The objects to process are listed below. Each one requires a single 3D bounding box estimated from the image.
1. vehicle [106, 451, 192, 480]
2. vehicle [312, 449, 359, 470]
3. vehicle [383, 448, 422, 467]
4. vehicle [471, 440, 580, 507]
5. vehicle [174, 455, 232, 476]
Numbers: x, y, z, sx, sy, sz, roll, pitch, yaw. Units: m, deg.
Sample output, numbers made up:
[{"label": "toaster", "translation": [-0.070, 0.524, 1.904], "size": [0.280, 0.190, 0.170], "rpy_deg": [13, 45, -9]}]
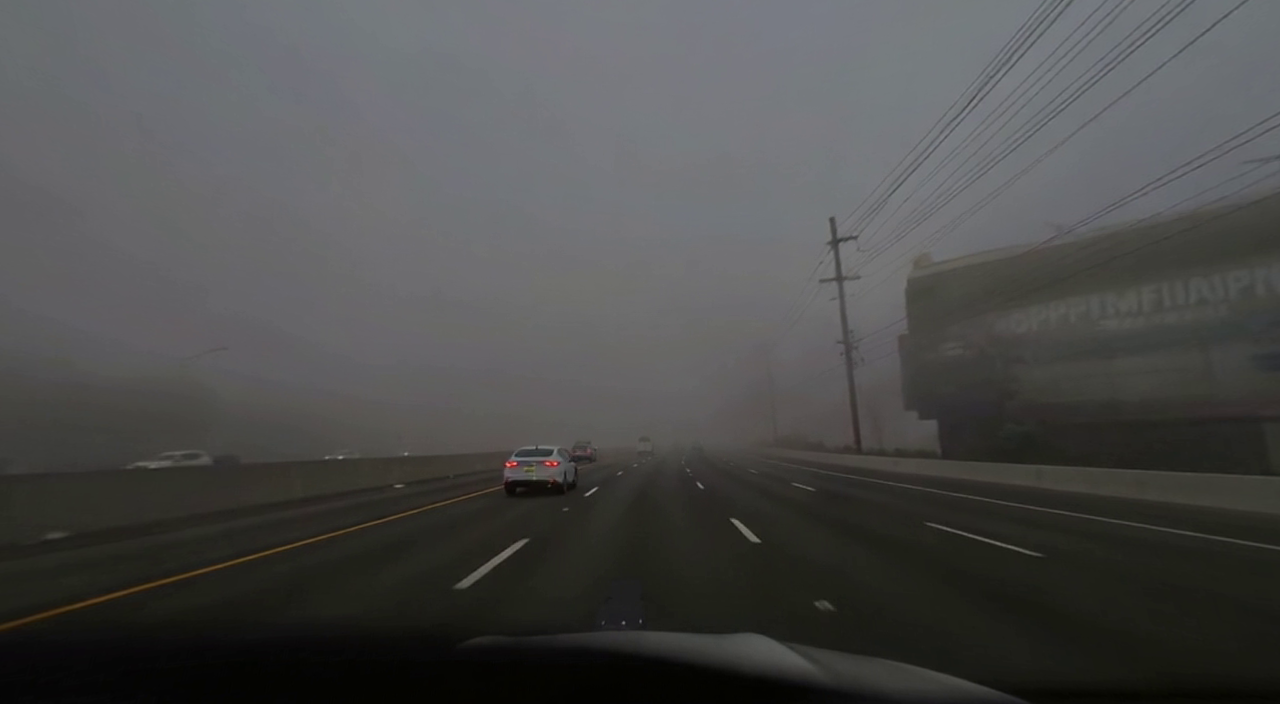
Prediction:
[{"label": "vehicle", "translation": [-26.119, 6.022, 33.677], "size": [1.592, 1.384, 3.543], "rpy_deg": [0, -8, 2]}, {"label": "vehicle", "translation": [-22.084, 7.783, 45.896], "size": [1.605, 1.392, 3.428], "rpy_deg": [0, -8, 2]}, {"label": "vehicle", "translation": [-18.270, 8.086, 48.592], "size": [1.472, 1.365, 3.348], "rpy_deg": [0, -8, 4]}, {"label": "vehicle", "translation": [-2.723, 2.980, 15.960], "size": [1.891, 1.444, 3.968], "rpy_deg": [0, -8, 2]}, {"label": "vehicle", "translation": [-31.572, 8.208, 45.644], "size": [1.535, 1.347, 3.388], "rpy_deg": [0, -8, 4]}]
